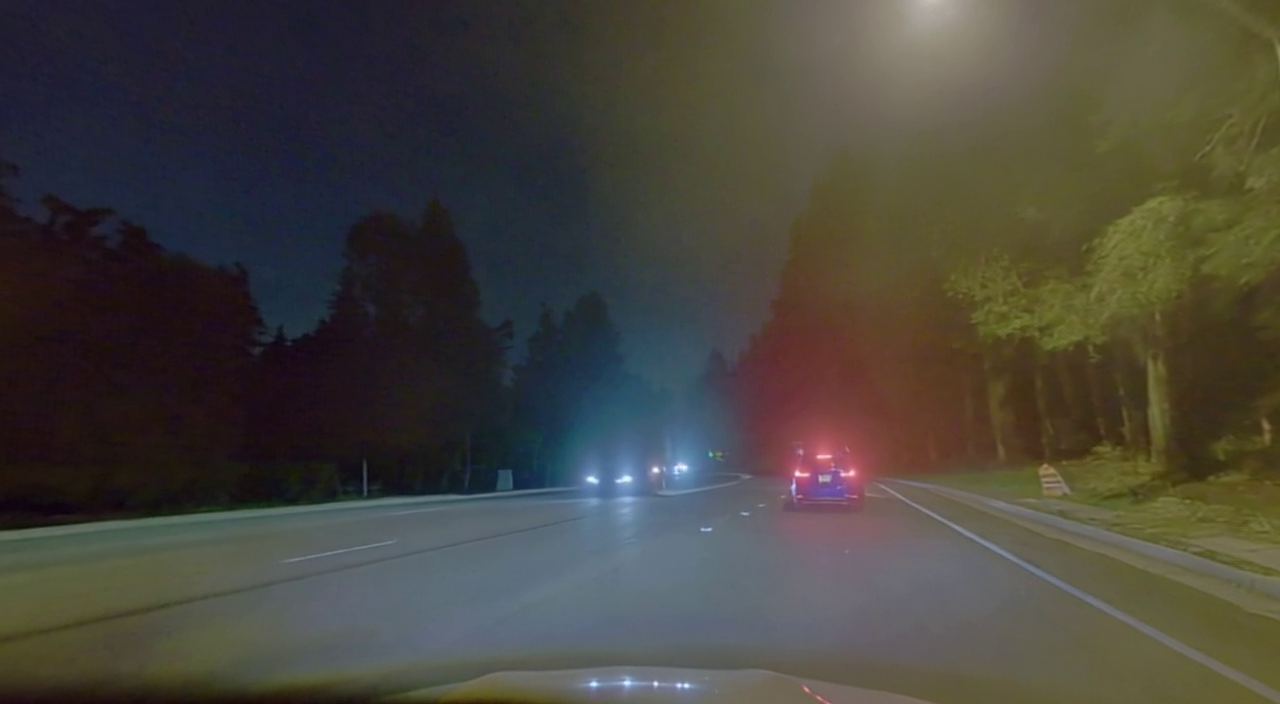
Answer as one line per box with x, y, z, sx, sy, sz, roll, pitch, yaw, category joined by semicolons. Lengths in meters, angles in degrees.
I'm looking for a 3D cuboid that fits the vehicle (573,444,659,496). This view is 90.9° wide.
-0.864;4.889;26.703;2.150;1.927;5.209;-3;-9;15;vehicle

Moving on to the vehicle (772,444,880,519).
4.577;3.023;15.326;2.148;1.521;4.089;-3;-9;19;vehicle
